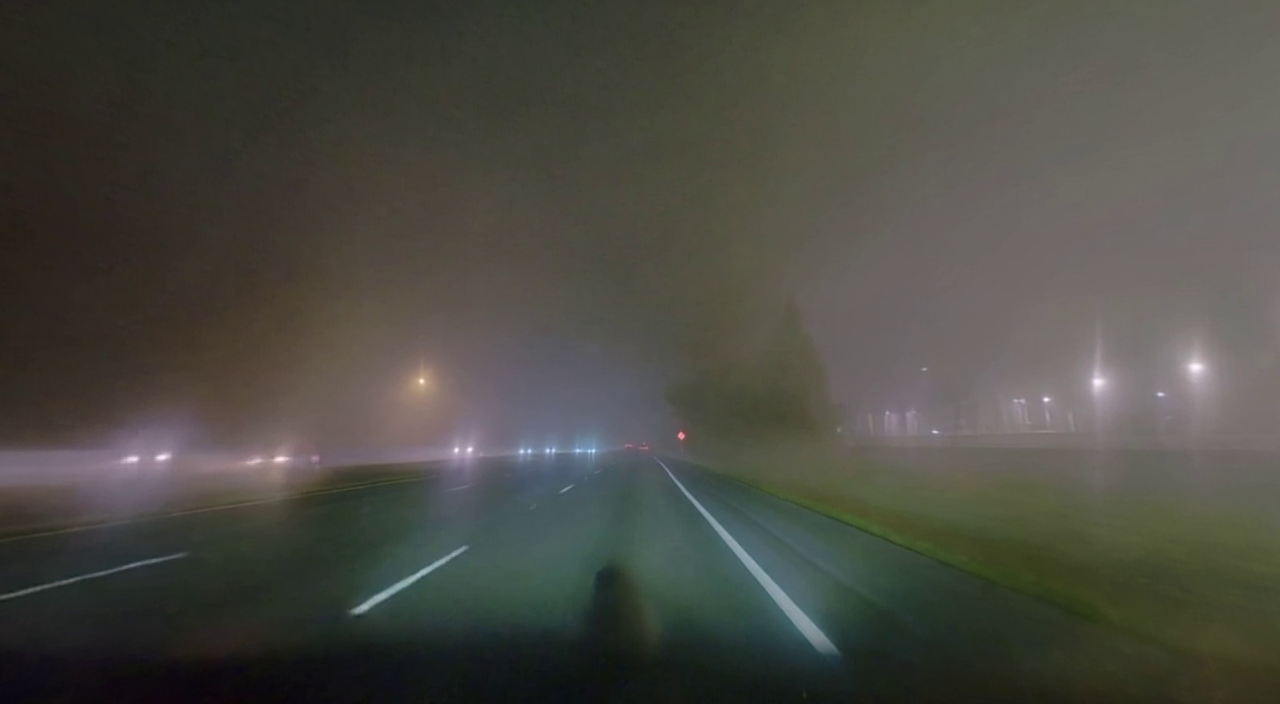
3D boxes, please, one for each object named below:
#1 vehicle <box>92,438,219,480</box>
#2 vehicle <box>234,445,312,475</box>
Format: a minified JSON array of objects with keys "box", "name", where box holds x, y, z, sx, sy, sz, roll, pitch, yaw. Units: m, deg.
[{"box":[-23.670,5.248,31.092,2.147,1.891,5.048,0,-9,2],"name":"vehicle"},{"box":[-19.604,5.780,33.834,1.796,1.494,3.770,0,-9,2],"name":"vehicle"}]
